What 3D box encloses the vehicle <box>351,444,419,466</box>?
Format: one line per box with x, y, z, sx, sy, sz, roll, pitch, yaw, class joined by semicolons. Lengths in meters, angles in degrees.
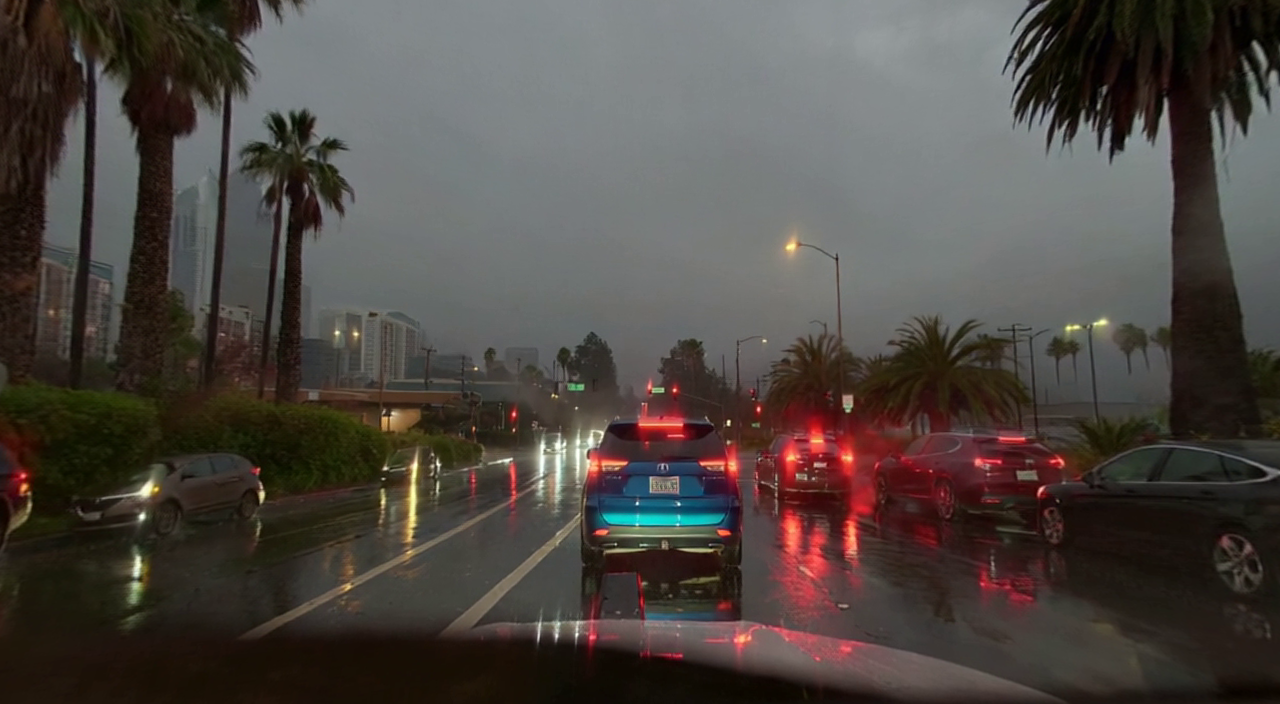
-18.760;7.575;46.659;1.759;1.457;4.297;-7;-11;37;vehicle

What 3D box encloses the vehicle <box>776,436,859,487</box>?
6.510;4.054;23.677;1.948;1.729;4.023;0;-8;0;vehicle

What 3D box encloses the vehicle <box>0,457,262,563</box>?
-9.586;2.807;11.928;2.054;1.467;4.595;-3;-9;1;vehicle

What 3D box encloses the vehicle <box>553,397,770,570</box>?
0.260;1.693;8.831;2.264;1.798;4.258;0;-8;1;vehicle

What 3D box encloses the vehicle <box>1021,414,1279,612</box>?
6.438;1.598;6.923;1.935;1.672;4.139;0;-8;1;vehicle

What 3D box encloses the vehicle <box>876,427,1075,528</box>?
6.666;2.521;13.240;1.930;1.736;4.329;-1;-8;3;vehicle
